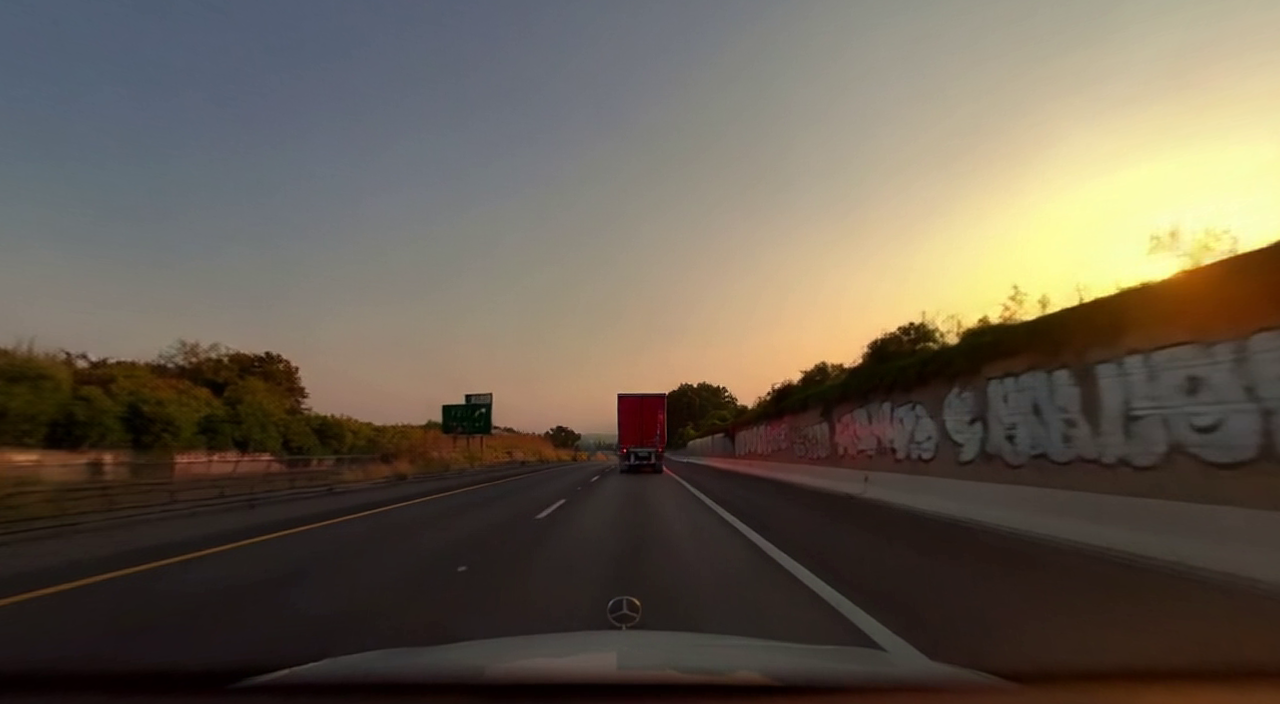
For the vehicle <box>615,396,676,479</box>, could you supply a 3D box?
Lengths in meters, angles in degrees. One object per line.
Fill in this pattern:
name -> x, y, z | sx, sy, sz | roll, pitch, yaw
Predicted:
vehicle -> 0.135, 4.902, 35.527 | 2.900, 3.955, 10.151 | 0, -9, -1
